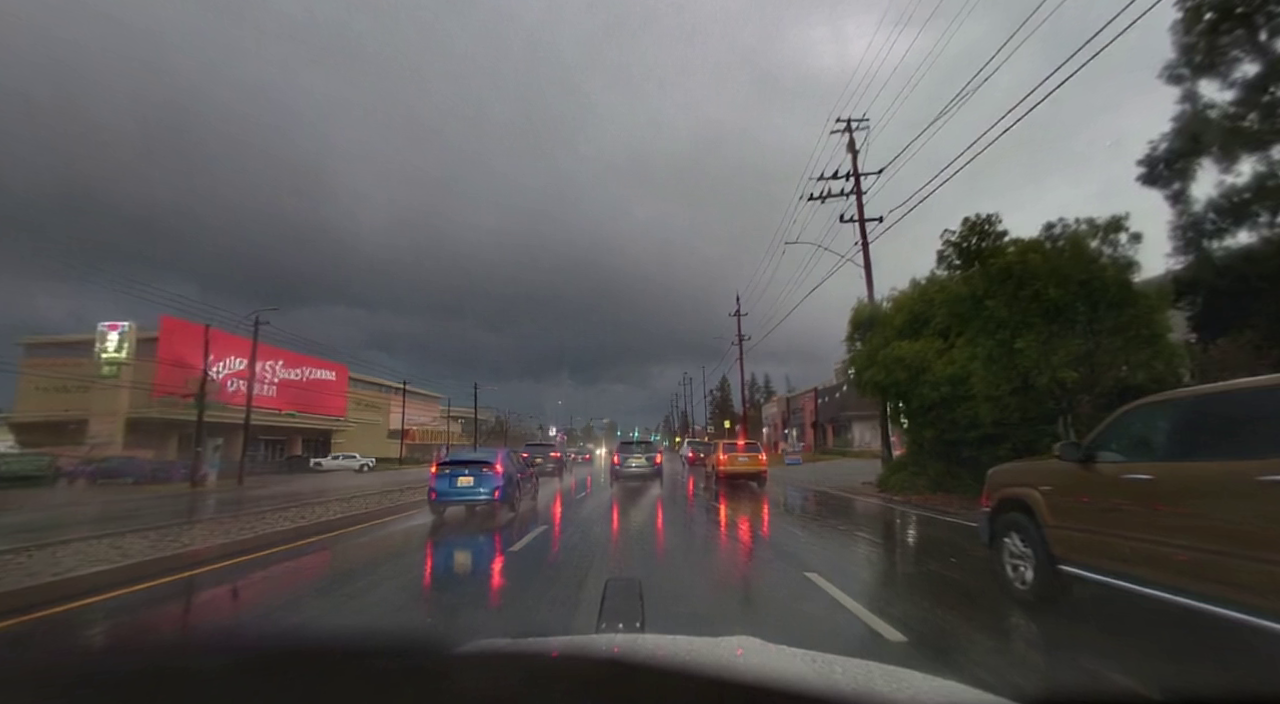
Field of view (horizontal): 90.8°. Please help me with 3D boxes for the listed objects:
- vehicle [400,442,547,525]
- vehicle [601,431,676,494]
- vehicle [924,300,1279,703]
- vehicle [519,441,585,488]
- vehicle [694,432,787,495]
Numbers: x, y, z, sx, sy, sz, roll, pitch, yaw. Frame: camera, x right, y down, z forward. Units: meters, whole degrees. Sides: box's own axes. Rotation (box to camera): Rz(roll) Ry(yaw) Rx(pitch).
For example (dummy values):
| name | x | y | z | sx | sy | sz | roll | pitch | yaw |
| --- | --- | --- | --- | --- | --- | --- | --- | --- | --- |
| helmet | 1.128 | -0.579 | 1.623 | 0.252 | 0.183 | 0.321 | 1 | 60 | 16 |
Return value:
| name | x | y | z | sx | sy | sz | roll | pitch | yaw |
| --- | --- | --- | --- | --- | --- | --- | --- | --- | --- |
| vehicle | -3.406 | 2.768 | 13.960 | 2.022 | 1.498 | 4.471 | 0 | -8 | 0 |
| vehicle | -0.070 | 3.758 | 21.875 | 2.326 | 1.925 | 4.253 | 0 | -8 | 0 |
| vehicle | 3.880 | 0.844 | 3.335 | 2.292 | 1.935 | 5.112 | 0 | -8 | -1 |
| vehicle | -3.297 | 4.305 | 24.518 | 2.051 | 1.671 | 3.861 | 0 | -8 | -1 |
| vehicle | 3.275 | 3.767 | 21.758 | 2.282 | 1.897 | 4.915 | 0 | -8 | -1 |
